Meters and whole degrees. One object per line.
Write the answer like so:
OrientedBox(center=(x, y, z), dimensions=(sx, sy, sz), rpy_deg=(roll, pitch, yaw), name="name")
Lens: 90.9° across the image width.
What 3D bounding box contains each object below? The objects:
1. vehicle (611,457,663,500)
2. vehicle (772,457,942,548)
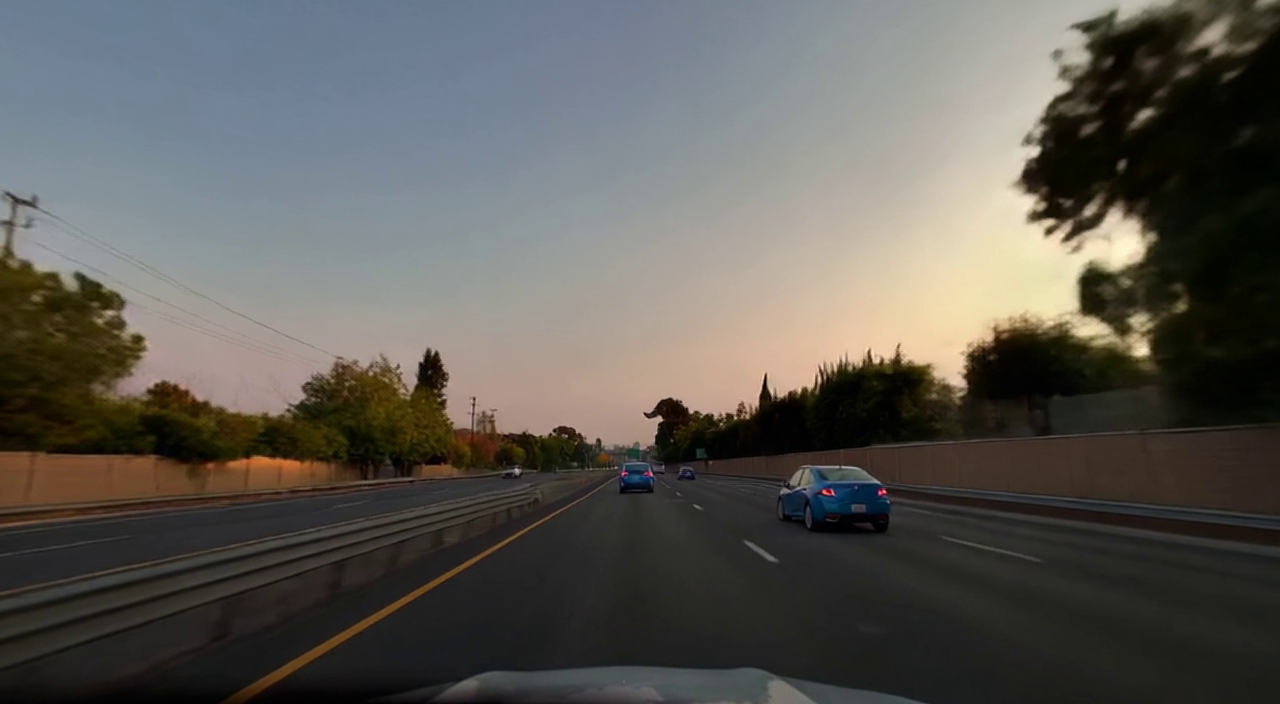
OrientedBox(center=(-0.130, 5.319, 26.635), dimensions=(2.037, 1.605, 3.833), rpy_deg=(1, -11, 0), name="vehicle")
OrientedBox(center=(4.109, 2.937, 12.750), dimensions=(1.938, 1.494, 4.032), rpy_deg=(1, -11, -1), name="vehicle")
